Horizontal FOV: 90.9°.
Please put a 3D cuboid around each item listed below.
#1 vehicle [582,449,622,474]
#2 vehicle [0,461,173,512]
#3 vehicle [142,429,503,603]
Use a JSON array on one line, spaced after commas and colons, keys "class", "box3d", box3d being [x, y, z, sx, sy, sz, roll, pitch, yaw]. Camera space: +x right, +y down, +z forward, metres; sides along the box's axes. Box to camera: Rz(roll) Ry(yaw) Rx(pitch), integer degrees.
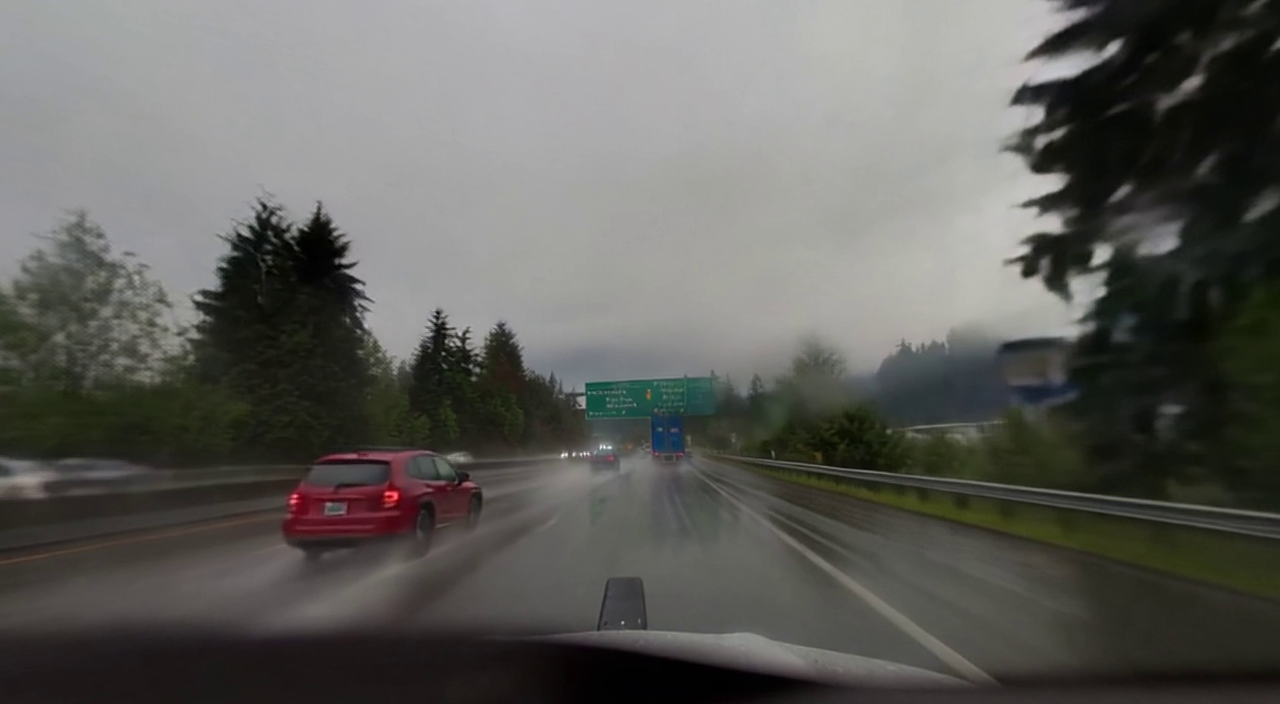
[{"class": "vehicle", "box3d": [-2.296, 6.795, 39.177, 2.045, 1.430, 3.951, -1, -9, 3]}, {"class": "vehicle", "box3d": [-18.544, 4.482, 21.422, 1.767, 1.469, 4.515, 0, -9, 2]}, {"class": "vehicle", "box3d": [-3.359, 1.835, 8.005, 2.039, 1.532, 4.610, -1, -9, 2]}]
